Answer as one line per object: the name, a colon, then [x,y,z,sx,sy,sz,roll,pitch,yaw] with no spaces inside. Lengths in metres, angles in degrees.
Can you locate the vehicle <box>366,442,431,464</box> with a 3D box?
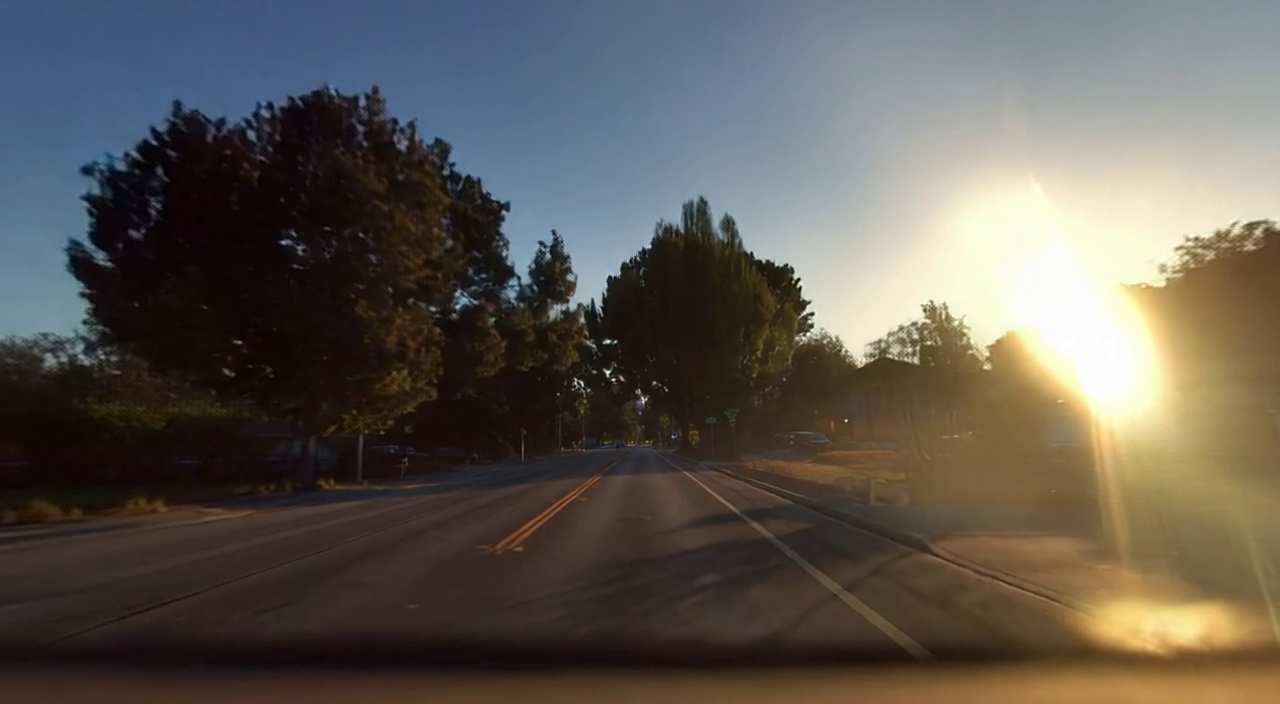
vehicle: [-18.793,7.878,49.111,4.233,1.623,1.943,0,-8,1]
